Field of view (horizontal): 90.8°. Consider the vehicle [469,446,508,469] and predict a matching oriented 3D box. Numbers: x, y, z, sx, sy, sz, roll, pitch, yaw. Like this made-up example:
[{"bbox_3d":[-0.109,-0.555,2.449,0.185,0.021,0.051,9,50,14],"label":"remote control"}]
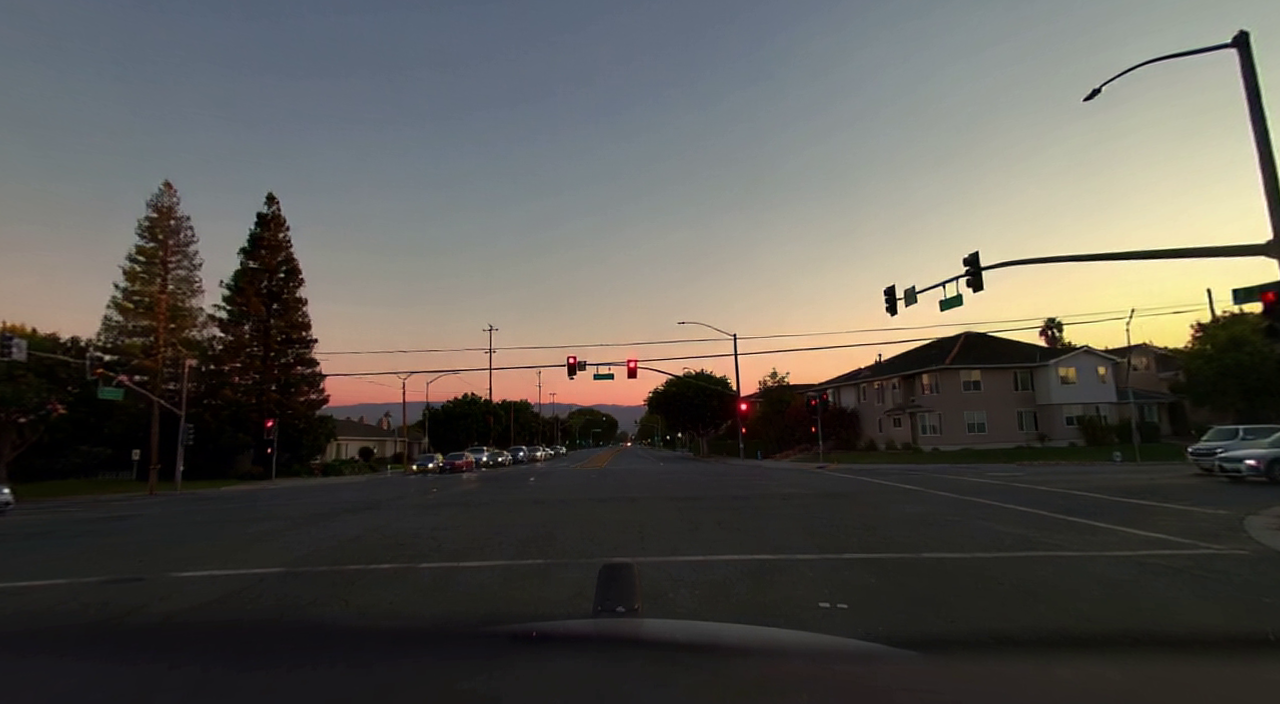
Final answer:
[{"bbox_3d":[-10.712,7.458,44.751,1.881,1.509,3.377,0,-9,1],"label":"vehicle"}]
